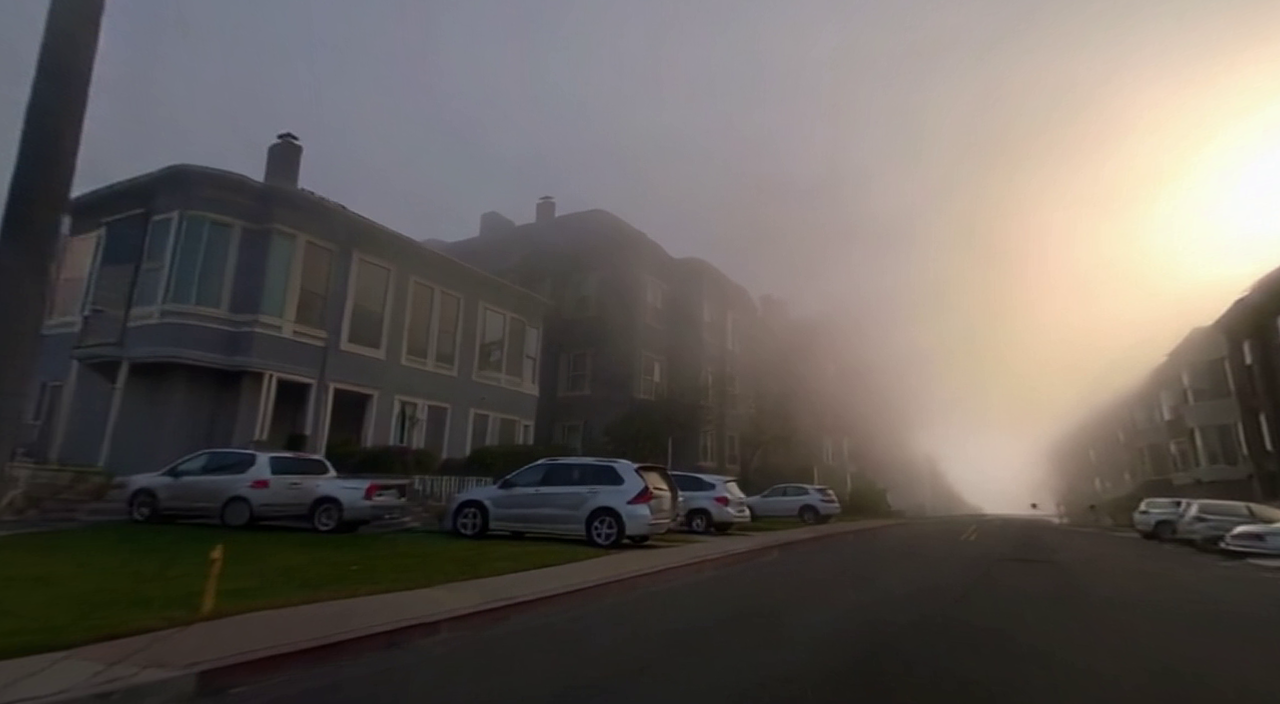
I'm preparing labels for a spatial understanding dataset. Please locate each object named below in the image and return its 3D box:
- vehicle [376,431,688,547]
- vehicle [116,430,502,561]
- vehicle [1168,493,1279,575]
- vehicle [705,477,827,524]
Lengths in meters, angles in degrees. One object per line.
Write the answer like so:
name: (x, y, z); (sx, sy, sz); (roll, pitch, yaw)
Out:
vehicle: (-1.965, 2.703, 12.532); (5.514, 1.976, 2.153); (2, -11, -5)
vehicle: (-4.628, 2.133, 9.527); (4.648, 1.659, 1.897); (2, -11, -3)
vehicle: (14.341, 3.826, 13.131); (4.724, 1.522, 1.948); (-5, -12, 29)
vehicle: (5.020, 5.973, 25.516); (4.450, 1.707, 1.902); (3, -11, -7)
